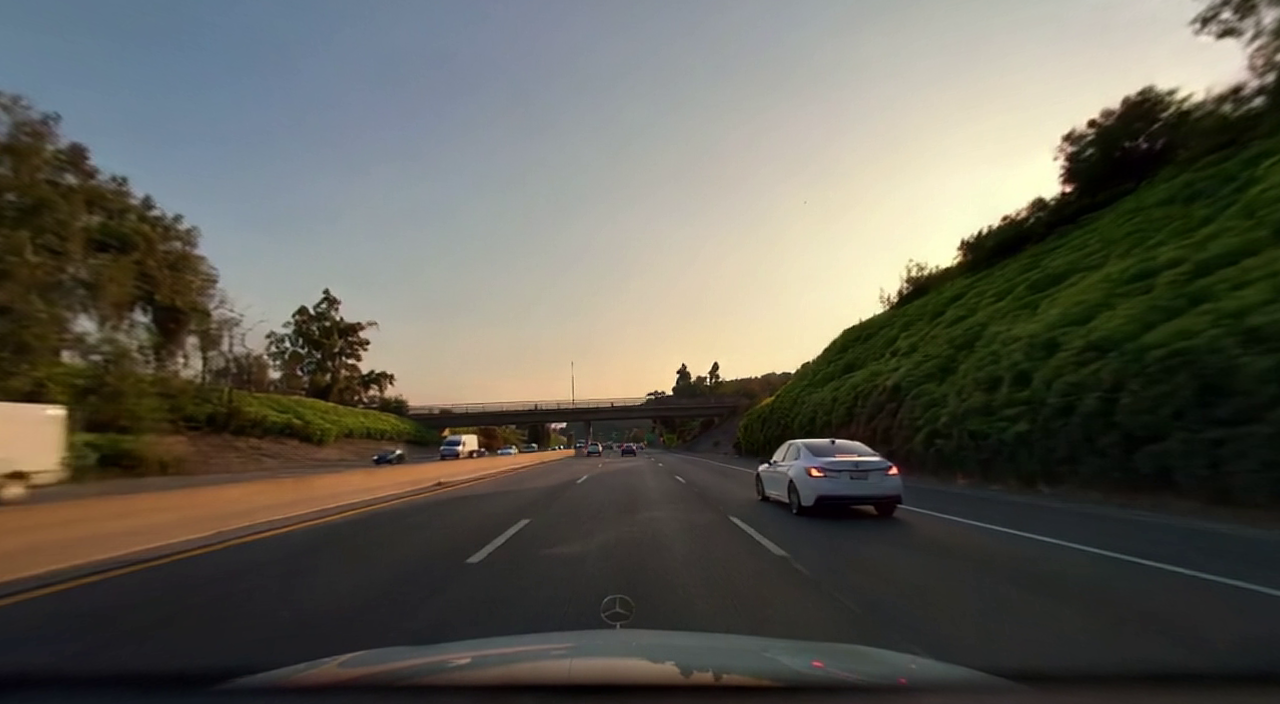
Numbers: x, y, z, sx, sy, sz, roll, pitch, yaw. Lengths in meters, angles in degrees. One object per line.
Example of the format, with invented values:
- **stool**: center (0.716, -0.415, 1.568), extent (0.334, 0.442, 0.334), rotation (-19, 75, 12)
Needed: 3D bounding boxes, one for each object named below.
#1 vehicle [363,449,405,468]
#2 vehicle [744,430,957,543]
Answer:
- **vehicle**: center (-19.995, 8.309, 49.404), extent (1.763, 1.394, 3.806), rotation (0, -8, 0)
- **vehicle**: center (3.237, 2.125, 10.779), extent (2.079, 1.515, 4.196), rotation (0, -8, -2)
